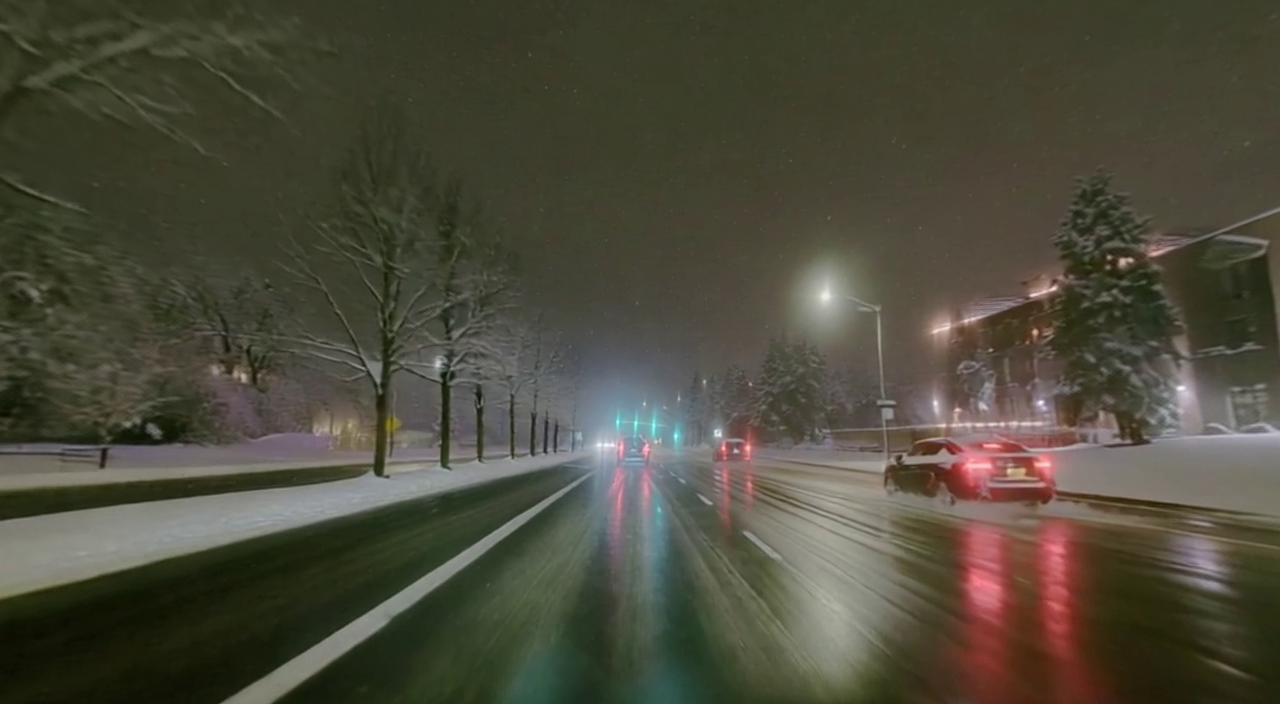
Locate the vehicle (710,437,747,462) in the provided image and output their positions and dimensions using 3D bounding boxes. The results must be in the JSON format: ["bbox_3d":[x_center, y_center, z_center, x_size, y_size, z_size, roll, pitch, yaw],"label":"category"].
[{"bbox_3d":[6.646,7.371,47.763,2.026,1.804,4.565,0,-8,-1],"label":"vehicle"}]

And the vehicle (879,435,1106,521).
[{"bbox_3d":[6.952,2.514,13.189,2.139,1.471,4.393,0,-8,-1],"label":"vehicle"}]

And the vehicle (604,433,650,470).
[{"bbox_3d":[-0.625,5.170,32.902,2.193,1.794,4.457,0,-8,0],"label":"vehicle"}]
